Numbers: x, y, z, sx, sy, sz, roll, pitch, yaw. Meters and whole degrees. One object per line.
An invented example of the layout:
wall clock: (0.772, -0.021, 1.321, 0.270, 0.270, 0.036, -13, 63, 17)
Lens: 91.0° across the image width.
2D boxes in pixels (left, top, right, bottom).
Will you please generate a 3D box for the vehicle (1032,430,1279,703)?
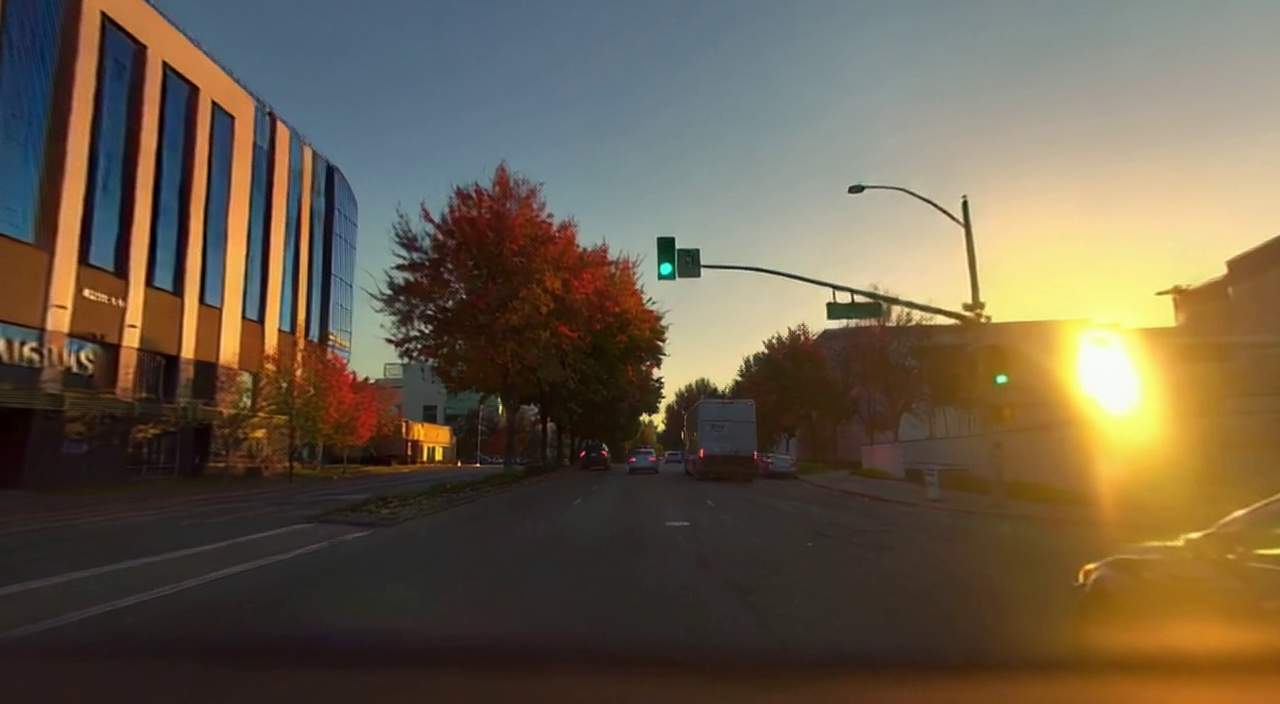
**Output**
vehicle: (3.807, 0.954, 2.025, 1.915, 1.449, 4.970, 0, -9, 0)

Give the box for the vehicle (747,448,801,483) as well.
vehicle: (6.980, 6.062, 33.252, 1.889, 1.417, 4.759, -3, -14, 1)

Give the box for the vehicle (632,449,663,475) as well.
vehicle: (0.440, 6.894, 39.693, 1.846, 1.528, 4.348, 0, -9, 0)

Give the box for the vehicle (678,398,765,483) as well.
vehicle: (3.877, 4.654, 32.744, 3.003, 3.680, 10.684, 0, -9, 0)

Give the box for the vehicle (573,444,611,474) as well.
vehicle: (-3.125, 7.040, 41.725, 2.035, 1.867, 4.607, -1, -9, 2)
